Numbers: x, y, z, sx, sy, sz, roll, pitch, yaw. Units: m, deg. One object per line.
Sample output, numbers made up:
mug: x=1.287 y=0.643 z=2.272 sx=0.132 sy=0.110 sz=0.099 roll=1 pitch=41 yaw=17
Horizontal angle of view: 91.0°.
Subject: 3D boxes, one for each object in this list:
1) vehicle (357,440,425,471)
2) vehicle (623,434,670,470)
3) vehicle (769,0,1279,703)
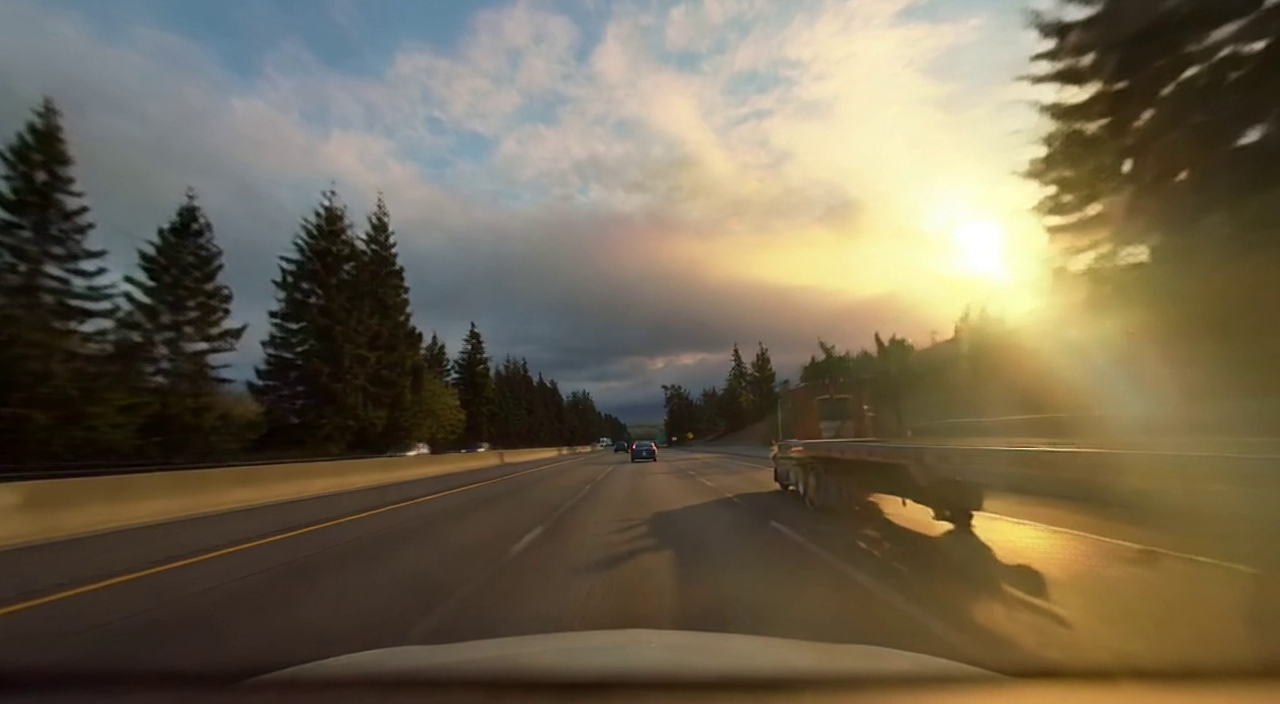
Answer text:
vehicle: x=-14.115 y=5.878 z=35.932 sx=2.004 sy=1.635 sz=4.411 roll=0 pitch=-8 yaw=1
vehicle: x=0.407 y=4.934 z=31.227 sx=2.139 sy=1.607 sz=4.034 roll=-1 pitch=-8 yaw=4
vehicle: x=4.097 y=0.006 z=5.209 sx=3.005 sy=4.131 sz=14.221 roll=0 pitch=-8 yaw=0
